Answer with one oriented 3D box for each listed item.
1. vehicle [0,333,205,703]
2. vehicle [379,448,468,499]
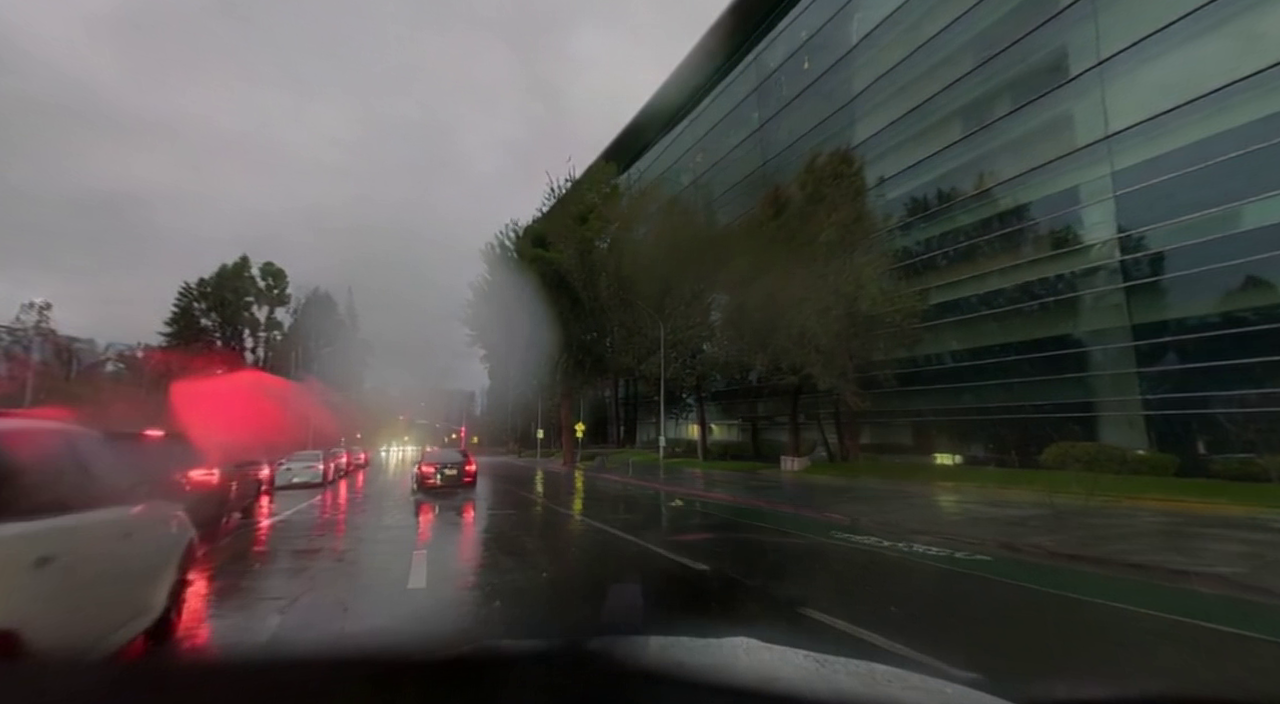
[{"bbox_3d":[-4.585,1.082,4.044,2.275,1.819,4.883,4,-10,-28],"label":"vehicle"},{"bbox_3d":[-7.652,4.109,21.819,2.205,1.537,4.895,4,-9,-27],"label":"vehicle"}]
